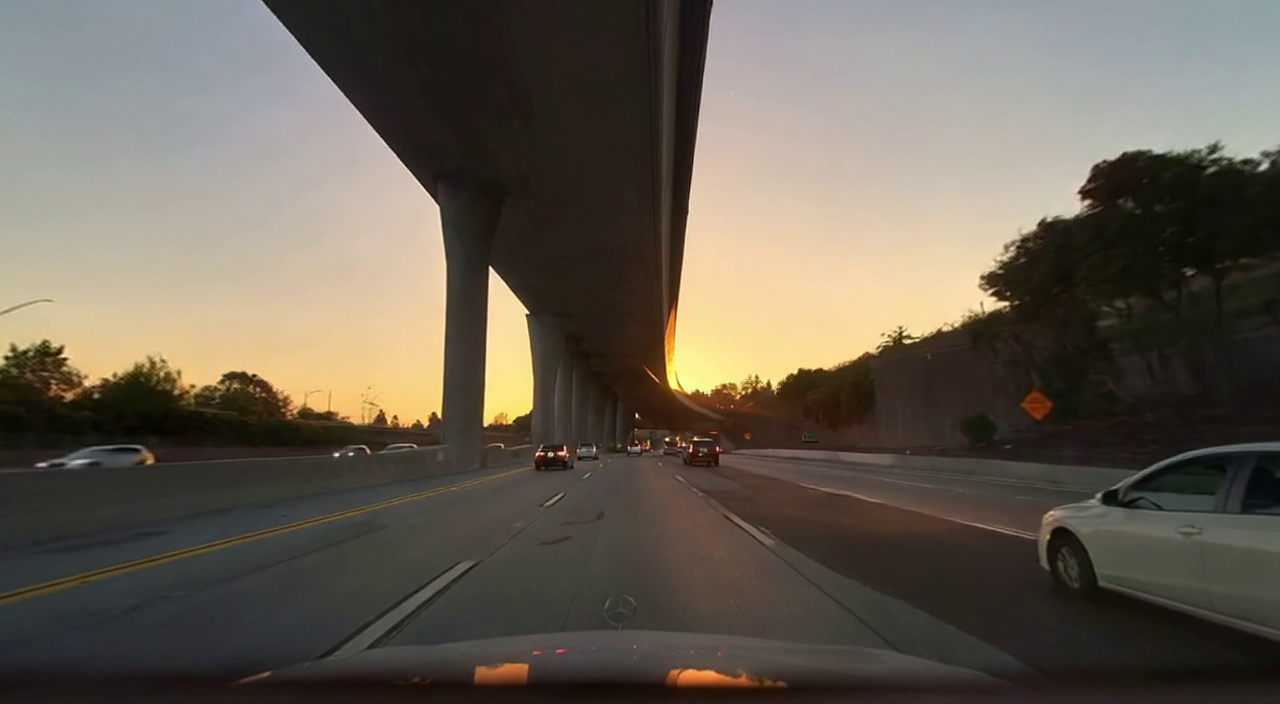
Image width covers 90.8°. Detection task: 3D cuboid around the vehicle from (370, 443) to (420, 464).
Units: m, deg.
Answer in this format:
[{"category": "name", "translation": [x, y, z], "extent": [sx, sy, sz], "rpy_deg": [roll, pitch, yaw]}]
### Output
[{"category": "vehicle", "translation": [-17.612, 7.325, 45.576], "extent": [1.921, 1.444, 4.551], "rpy_deg": [0, -9, -2]}]

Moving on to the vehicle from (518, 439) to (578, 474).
[{"category": "vehicle", "translation": [-4.124, 4.780, 29.134], "extent": [1.997, 1.476, 4.703], "rpy_deg": [0, -9, 1]}]

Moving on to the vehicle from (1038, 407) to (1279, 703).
[{"category": "vehicle", "translation": [3.599, 0.870, 1.928], "extent": [1.989, 1.472, 4.322], "rpy_deg": [0, -9, 1]}]

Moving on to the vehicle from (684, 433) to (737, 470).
[{"category": "vehicle", "translation": [3.471, 5.032, 32.005], "extent": [2.072, 1.761, 4.242], "rpy_deg": [0, -9, -1]}]

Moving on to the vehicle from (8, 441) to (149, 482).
[{"category": "vehicle", "translation": [-23.524, 4.592, 26.724], "extent": [1.960, 1.555, 4.492], "rpy_deg": [0, -9, -2]}]
